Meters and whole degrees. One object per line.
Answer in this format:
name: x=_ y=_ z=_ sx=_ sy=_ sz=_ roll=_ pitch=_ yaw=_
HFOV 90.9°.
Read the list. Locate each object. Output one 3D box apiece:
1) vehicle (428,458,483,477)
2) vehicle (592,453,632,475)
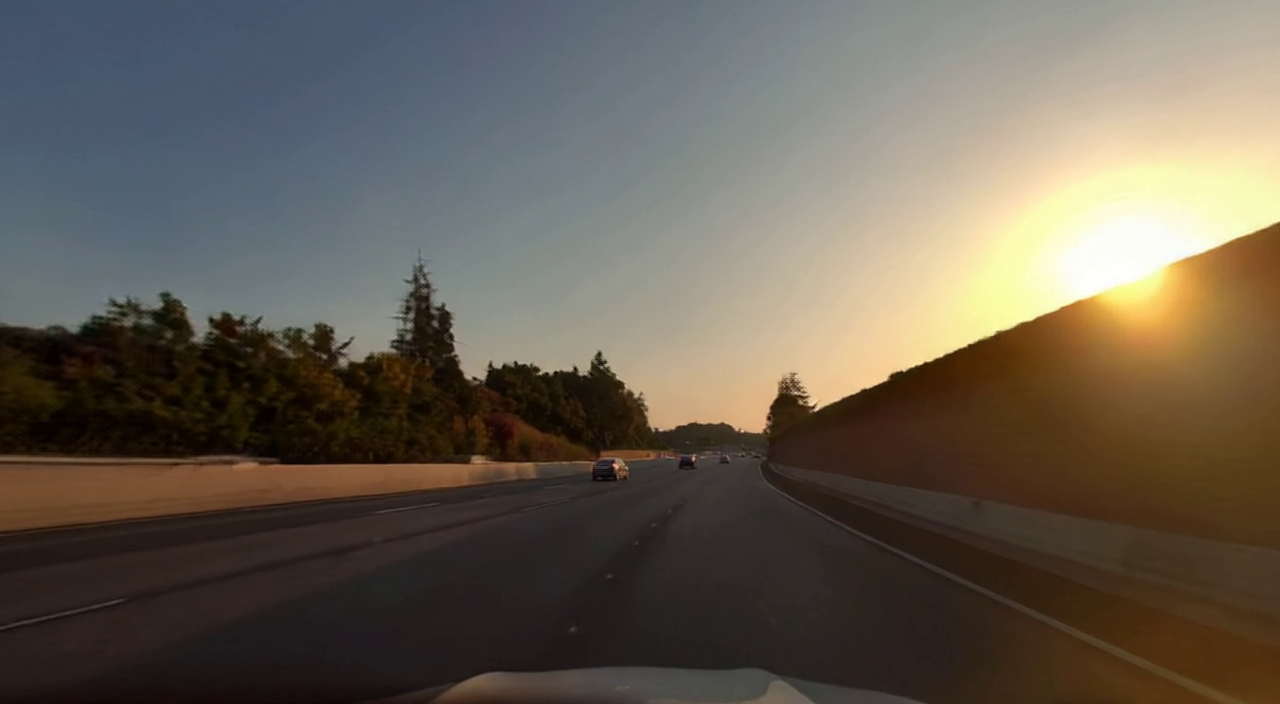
vehicle: x=-13.250 y=8.339 z=45.622 sx=1.793 sy=1.238 sz=4.760 roll=-2 pitch=-9 yaw=11
vehicle: x=-1.967 y=8.104 z=45.698 sx=1.699 sy=1.461 sz=4.924 roll=-2 pitch=-9 yaw=12
